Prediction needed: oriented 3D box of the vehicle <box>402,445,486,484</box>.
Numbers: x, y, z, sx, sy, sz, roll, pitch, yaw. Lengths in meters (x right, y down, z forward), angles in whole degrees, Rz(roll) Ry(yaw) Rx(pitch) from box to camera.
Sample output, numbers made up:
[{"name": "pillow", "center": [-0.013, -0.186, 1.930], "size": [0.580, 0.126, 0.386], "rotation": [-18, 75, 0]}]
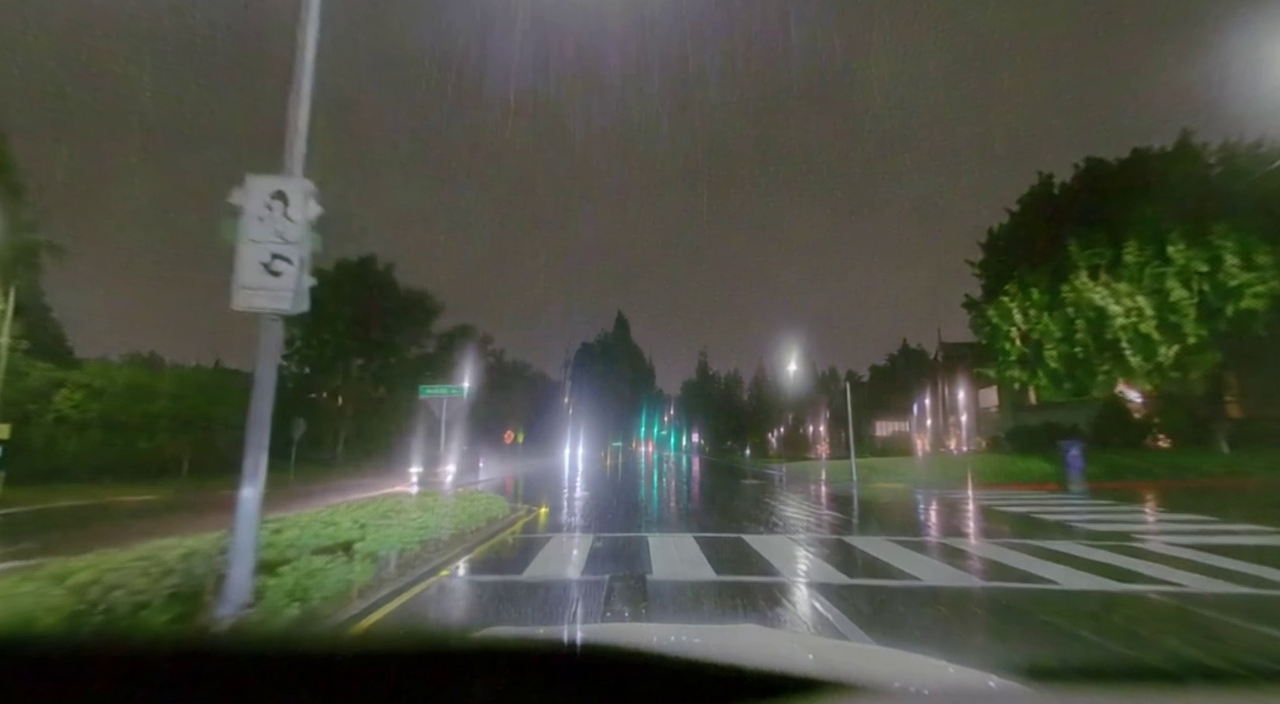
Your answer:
[{"name": "vehicle", "center": [-7.941, 4.572, 26.006], "size": [1.900, 1.472, 4.574], "rotation": [0, -8, 1]}]
